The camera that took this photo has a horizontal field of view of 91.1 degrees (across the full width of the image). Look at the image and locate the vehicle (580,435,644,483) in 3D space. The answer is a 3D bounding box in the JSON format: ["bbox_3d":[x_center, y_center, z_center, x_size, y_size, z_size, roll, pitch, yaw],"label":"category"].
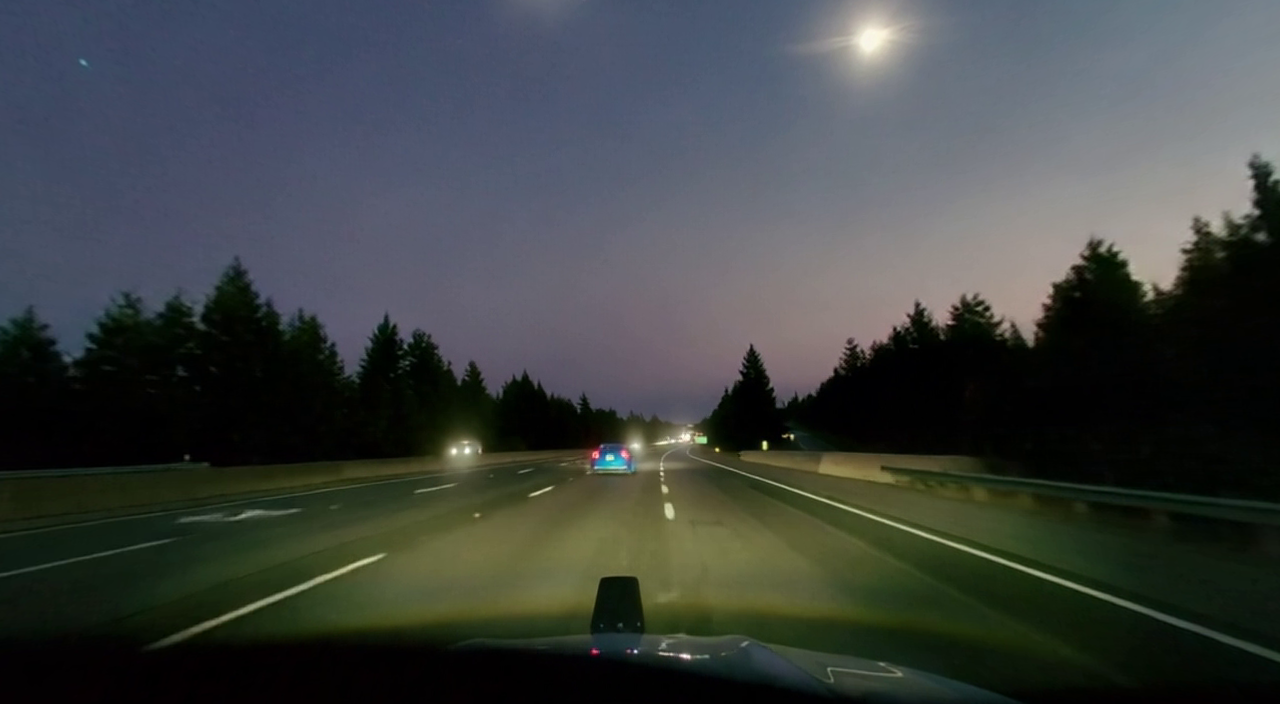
[{"bbox_3d":[-0.984,4.133,24.515,2.133,1.686,4.203,0,-8,2],"label":"vehicle"}]
